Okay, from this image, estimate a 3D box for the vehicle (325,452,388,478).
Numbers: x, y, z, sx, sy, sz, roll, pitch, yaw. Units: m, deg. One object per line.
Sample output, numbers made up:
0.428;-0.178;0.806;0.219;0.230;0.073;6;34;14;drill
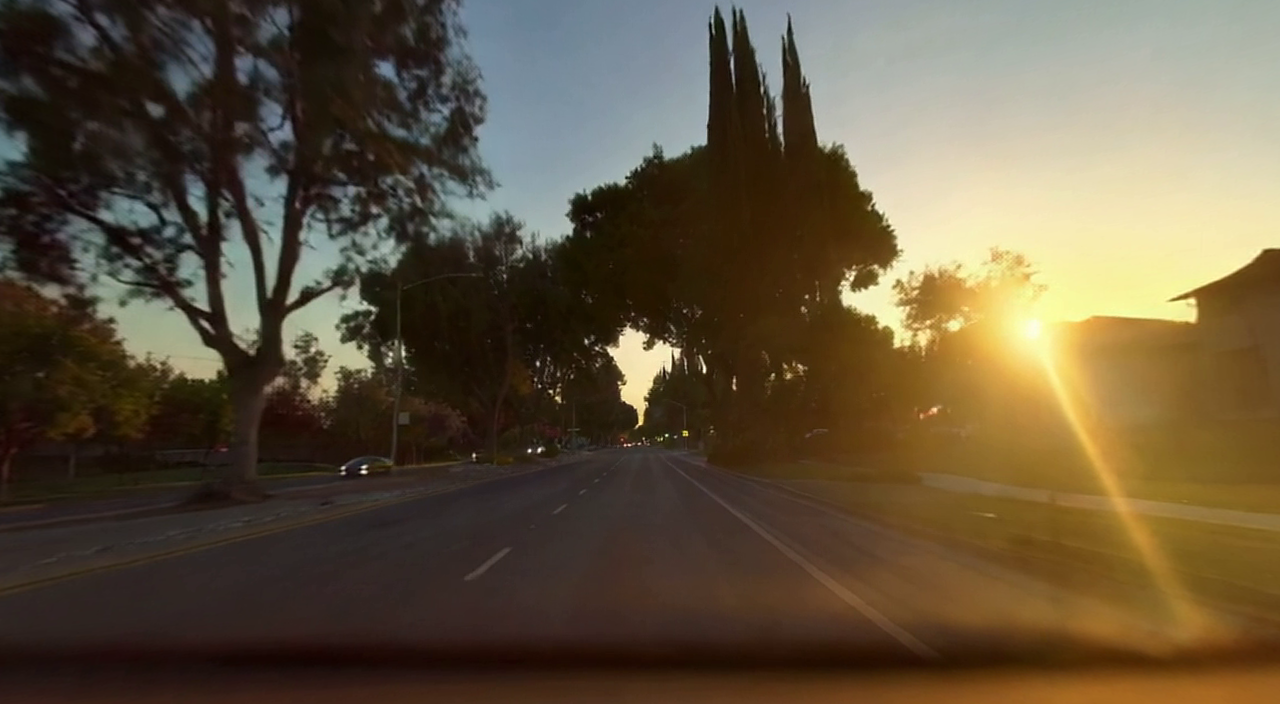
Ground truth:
-18.071;7.193;40.497;1.846;1.515;4.538;0;-8;1;vehicle
